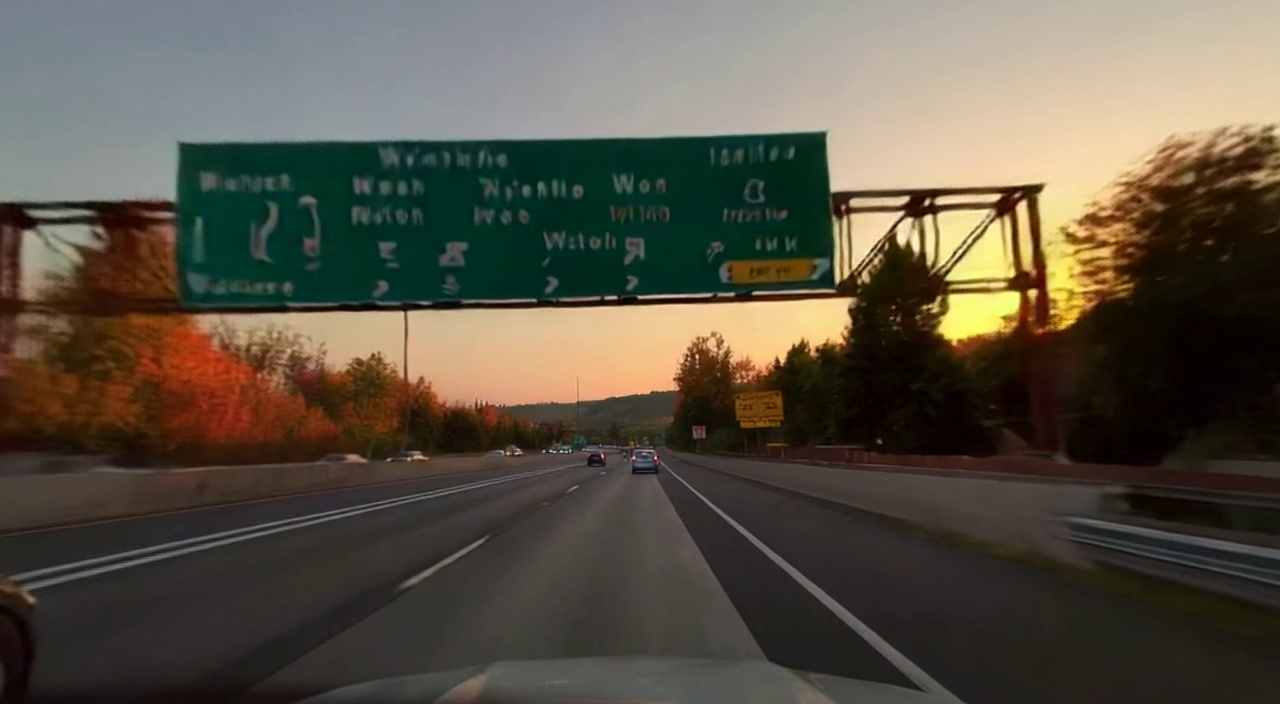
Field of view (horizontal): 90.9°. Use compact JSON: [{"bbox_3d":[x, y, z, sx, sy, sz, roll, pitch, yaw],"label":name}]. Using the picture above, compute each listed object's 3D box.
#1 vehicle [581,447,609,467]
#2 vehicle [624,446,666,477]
[{"bbox_3d":[-3.523,8.233,49.619,1.877,1.504,3.799,0,-9,1],"label":"vehicle"},{"bbox_3d":[0.237,5.517,32.043,2.002,1.449,3.612,0,-9,0],"label":"vehicle"}]
